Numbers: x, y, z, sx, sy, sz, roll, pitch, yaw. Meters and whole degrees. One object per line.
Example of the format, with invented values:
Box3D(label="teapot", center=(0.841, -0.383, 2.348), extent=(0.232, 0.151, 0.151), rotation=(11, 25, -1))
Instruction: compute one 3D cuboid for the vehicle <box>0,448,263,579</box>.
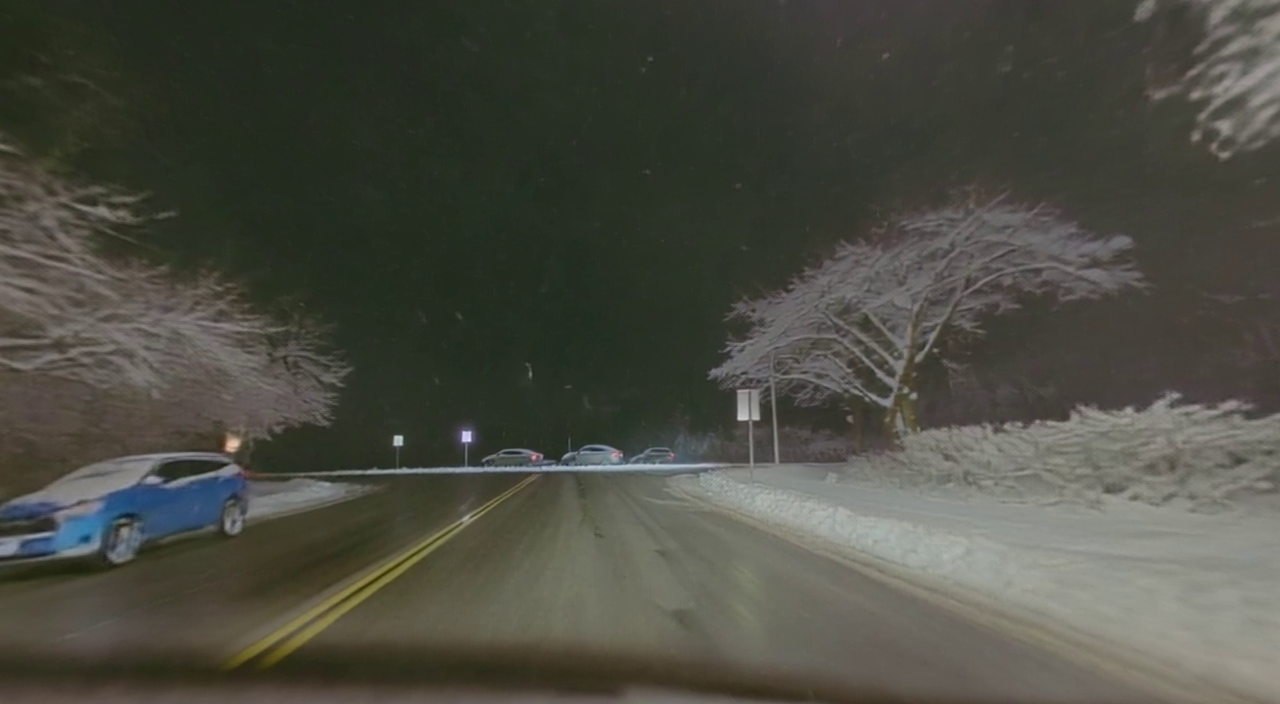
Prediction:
Box3D(label="vehicle", center=(-8.242, 2.393, 10.236), extent=(1.934, 1.646, 4.273), rotation=(1, -9, -6))
